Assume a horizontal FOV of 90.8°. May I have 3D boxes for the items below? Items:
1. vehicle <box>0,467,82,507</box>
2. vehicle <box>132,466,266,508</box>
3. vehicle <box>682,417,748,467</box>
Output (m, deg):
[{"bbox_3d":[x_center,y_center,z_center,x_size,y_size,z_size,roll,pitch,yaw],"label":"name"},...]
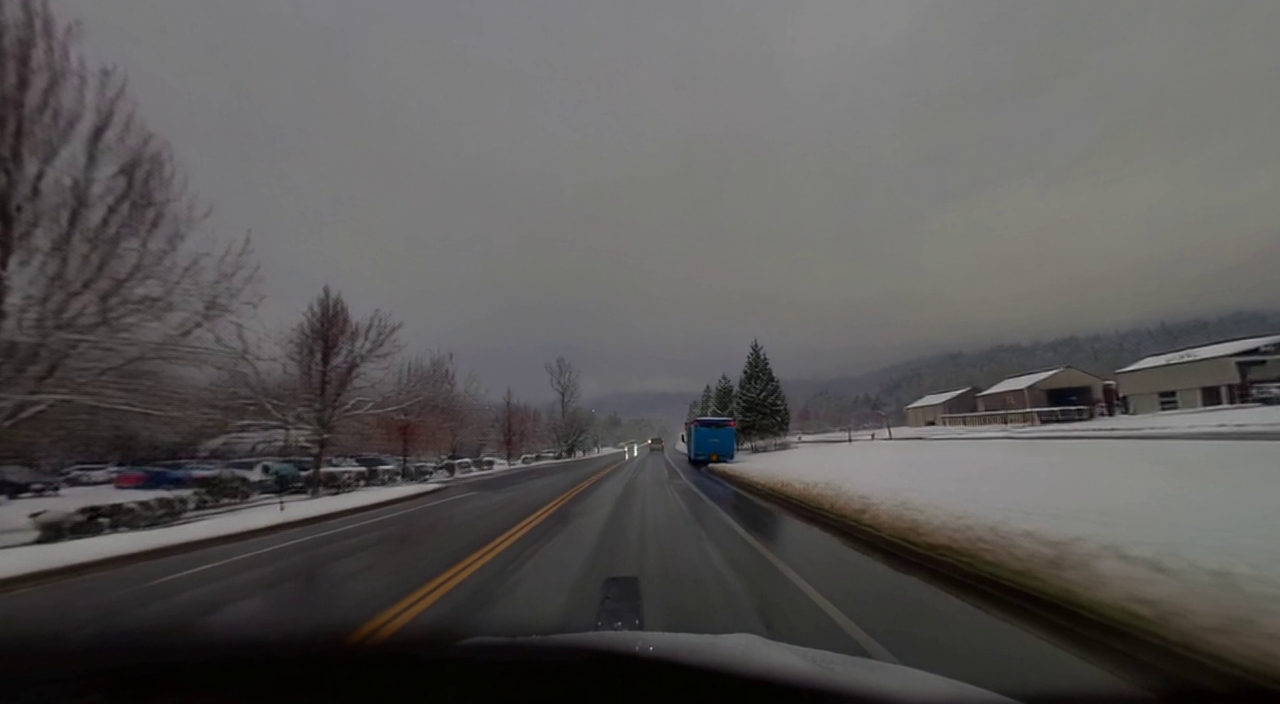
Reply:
[{"bbox_3d":[-32.478,7.079,32.876,4.996,1.817,2.054,-3,-9,2],"label":"vehicle"},{"bbox_3d":[-22.129,6.728,32.019,2.233,1.709,5.161,-3,-9,18],"label":"vehicle"},{"bbox_3d":[4.915,6.240,43.778,3.282,3.067,10.181,0,-8,0],"label":"vehicle"}]
